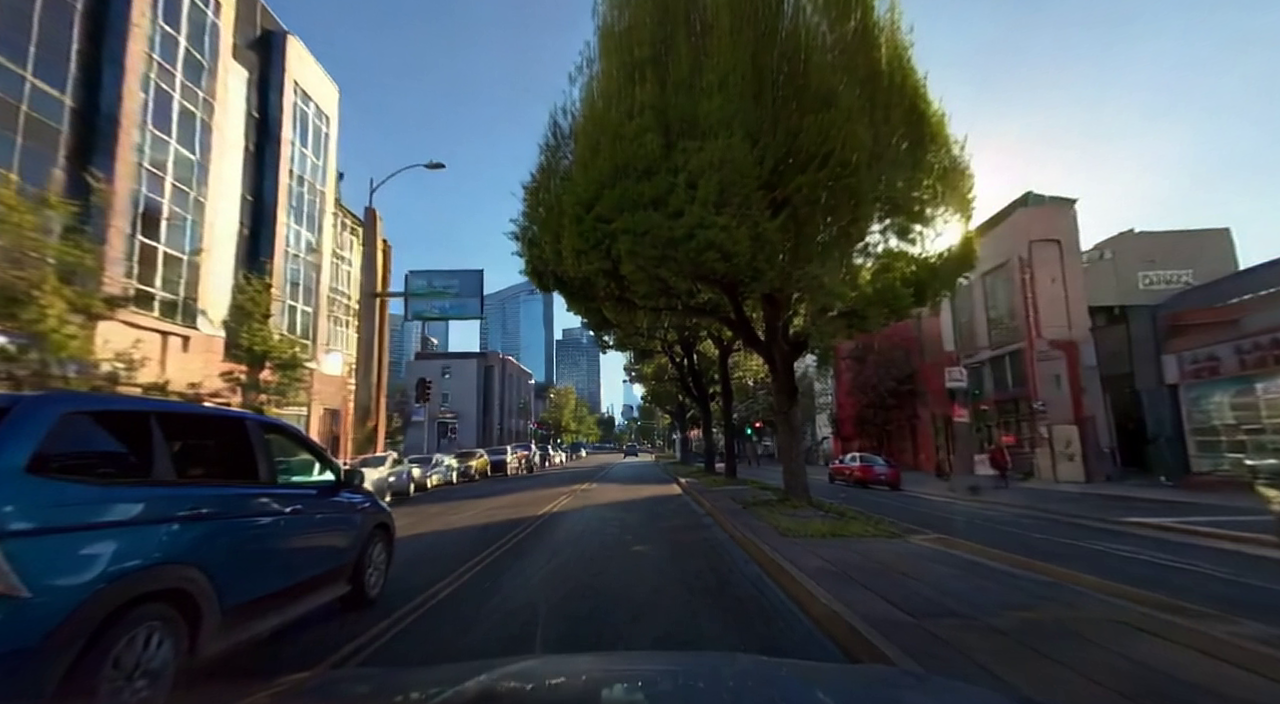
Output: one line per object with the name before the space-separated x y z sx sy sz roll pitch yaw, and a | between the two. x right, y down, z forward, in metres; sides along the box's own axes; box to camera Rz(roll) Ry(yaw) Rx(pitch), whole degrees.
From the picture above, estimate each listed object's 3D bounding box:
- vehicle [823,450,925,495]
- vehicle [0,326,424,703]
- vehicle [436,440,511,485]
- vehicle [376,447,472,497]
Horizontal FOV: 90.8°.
vehicle | 8.754 4.513 24.118 1.954 1.478 4.625 0 -8 -2
vehicle | -3.122 1.075 3.936 2.002 1.756 4.366 0 -8 0
vehicle | -6.890 4.590 26.576 1.848 1.710 4.354 -1 -8 2
vehicle | -7.013 3.909 21.025 1.788 1.464 4.135 0 -8 -1
